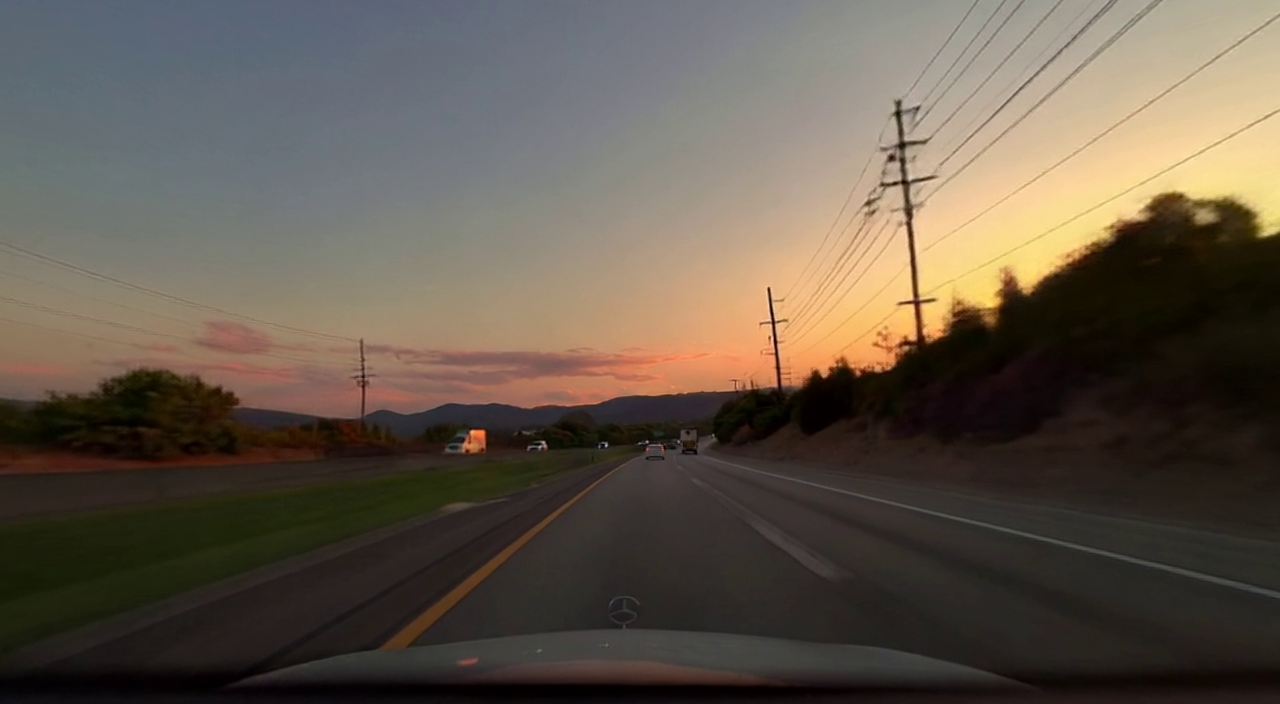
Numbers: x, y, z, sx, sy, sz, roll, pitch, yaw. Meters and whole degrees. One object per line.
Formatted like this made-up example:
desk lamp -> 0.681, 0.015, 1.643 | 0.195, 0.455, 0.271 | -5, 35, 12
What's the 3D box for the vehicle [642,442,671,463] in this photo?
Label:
vehicle -> 1.291, 7.825, 49.108 | 2.192, 1.556, 4.132 | -1, -8, 1
